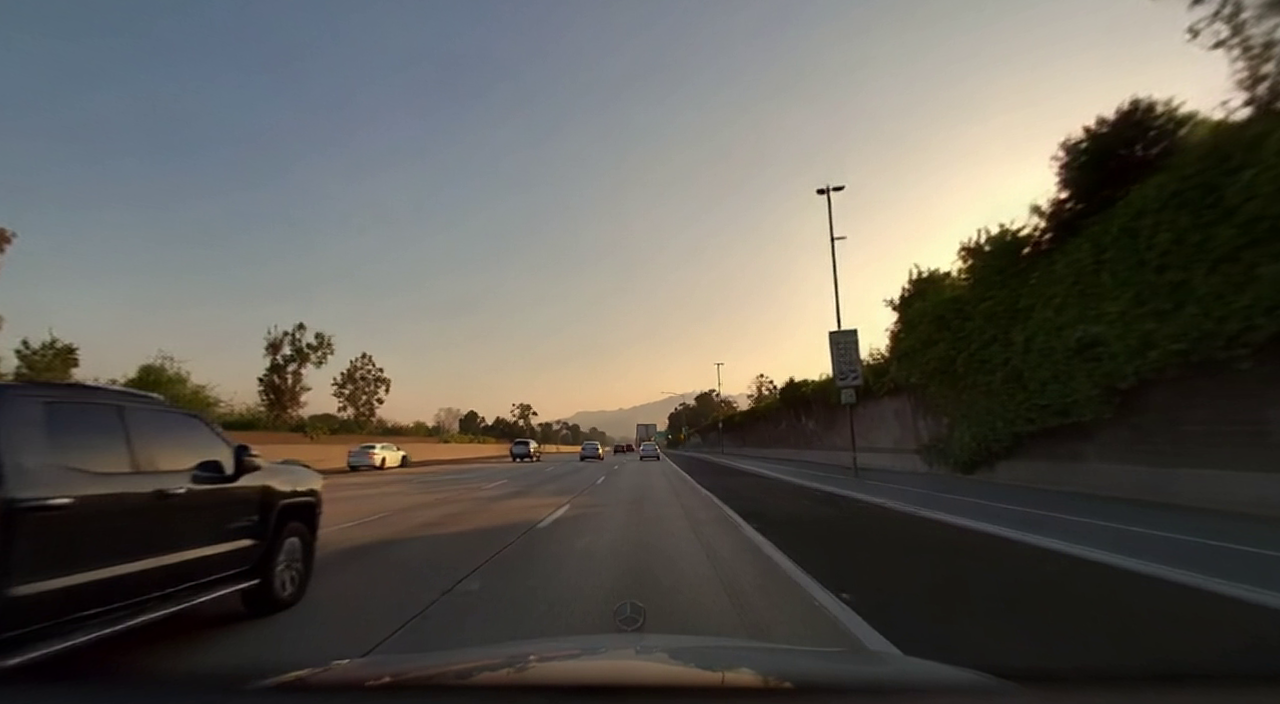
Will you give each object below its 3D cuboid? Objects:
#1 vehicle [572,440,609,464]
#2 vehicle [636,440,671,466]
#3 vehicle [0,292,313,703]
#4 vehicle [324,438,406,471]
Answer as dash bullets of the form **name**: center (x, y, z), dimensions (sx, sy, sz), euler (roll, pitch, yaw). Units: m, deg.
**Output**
- **vehicle**: center (-3.143, 6.448, 40.889), dimensions (2.056, 1.480, 4.022), euler (0, -8, 1)
- **vehicle**: center (0.804, 6.213, 39.111), dimensions (2.073, 1.480, 4.343), euler (0, -8, 0)
- **vehicle**: center (-3.232, 0.634, 1.633), dimensions (2.124, 1.787, 4.830), euler (0, -8, 1)
- **vehicle**: center (-13.564, 5.065, 31.443), dimensions (1.952, 1.469, 4.639), euler (0, -8, 1)
